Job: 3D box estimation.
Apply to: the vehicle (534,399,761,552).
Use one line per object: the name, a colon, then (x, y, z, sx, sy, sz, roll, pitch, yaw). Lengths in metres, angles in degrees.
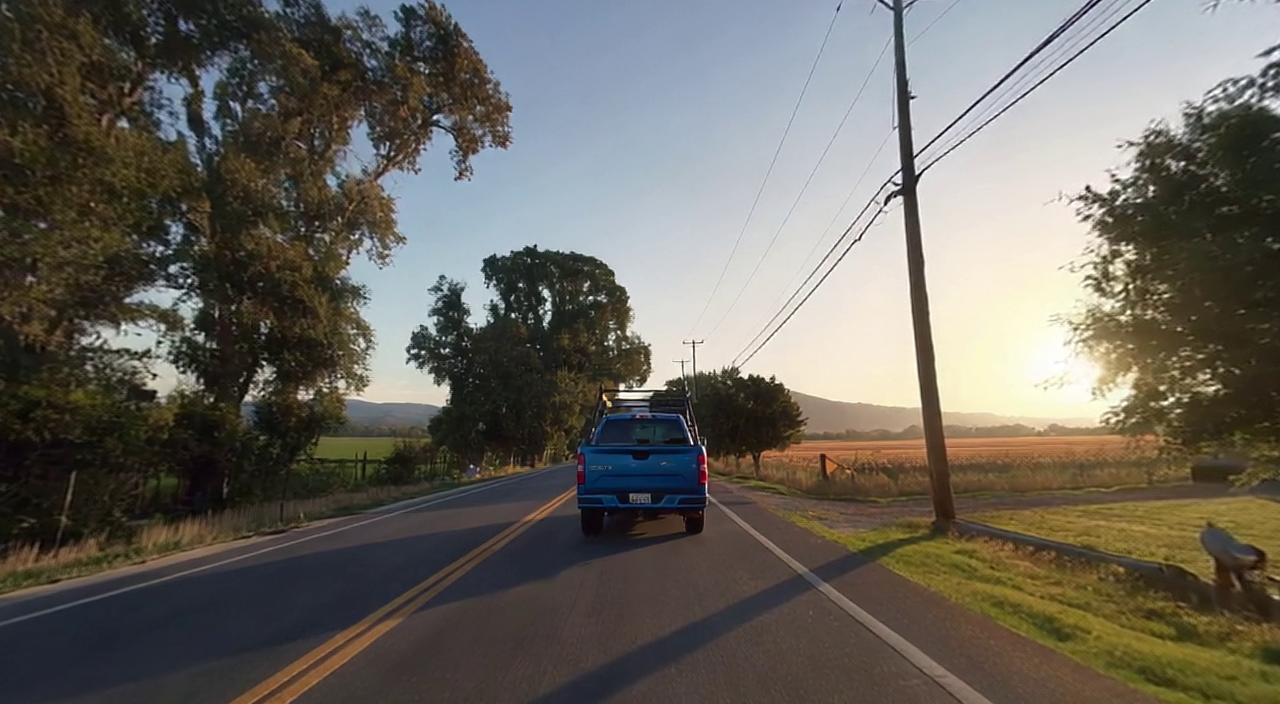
vehicle: (0.058, 1.949, 10.774, 2.774, 1.861, 5.885, 0, -8, -1)
